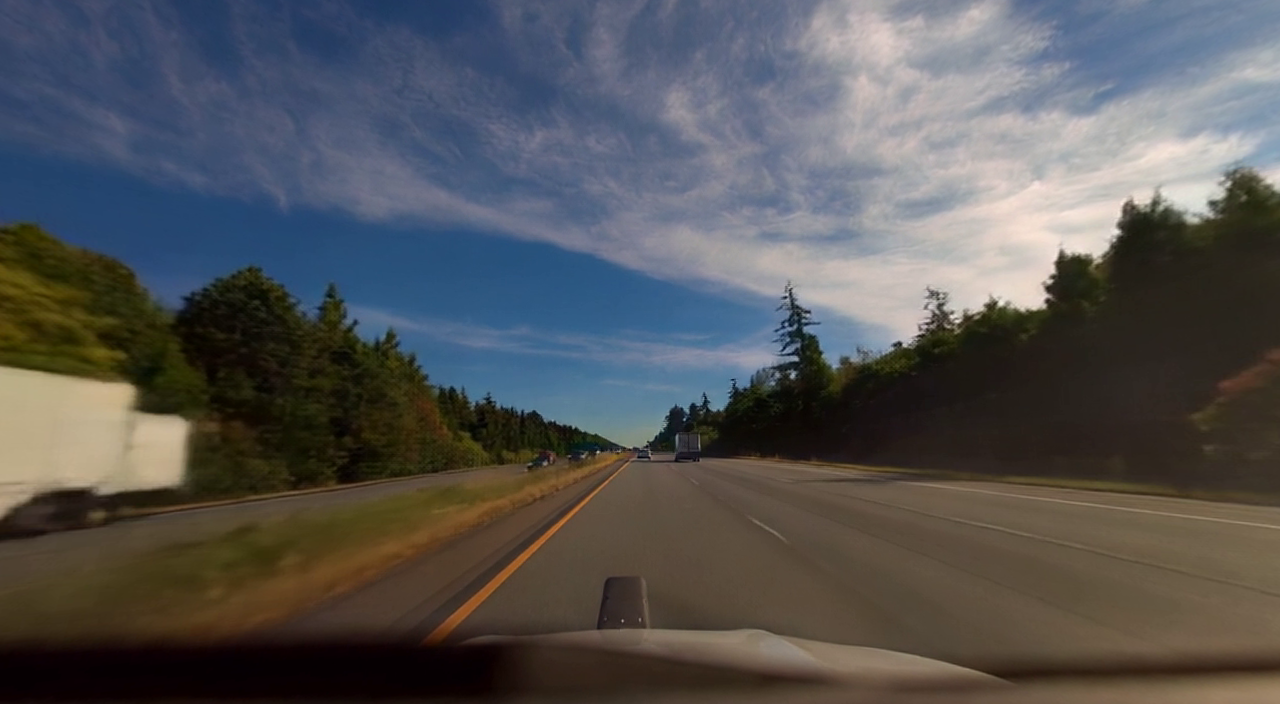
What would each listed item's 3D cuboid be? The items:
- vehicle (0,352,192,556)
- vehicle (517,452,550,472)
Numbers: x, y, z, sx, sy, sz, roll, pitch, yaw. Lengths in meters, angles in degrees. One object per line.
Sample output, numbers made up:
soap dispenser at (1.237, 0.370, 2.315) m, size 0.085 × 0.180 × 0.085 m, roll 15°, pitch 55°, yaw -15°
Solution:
vehicle at (-13.294, 1.842, 11.361) m, size 2.950 × 3.735 × 9.889 m, roll 0°, pitch -9°, yaw 1°
vehicle at (-8.243, 8.568, 49.113) m, size 1.837 × 1.461 × 3.814 m, roll 0°, pitch -9°, yaw 1°
